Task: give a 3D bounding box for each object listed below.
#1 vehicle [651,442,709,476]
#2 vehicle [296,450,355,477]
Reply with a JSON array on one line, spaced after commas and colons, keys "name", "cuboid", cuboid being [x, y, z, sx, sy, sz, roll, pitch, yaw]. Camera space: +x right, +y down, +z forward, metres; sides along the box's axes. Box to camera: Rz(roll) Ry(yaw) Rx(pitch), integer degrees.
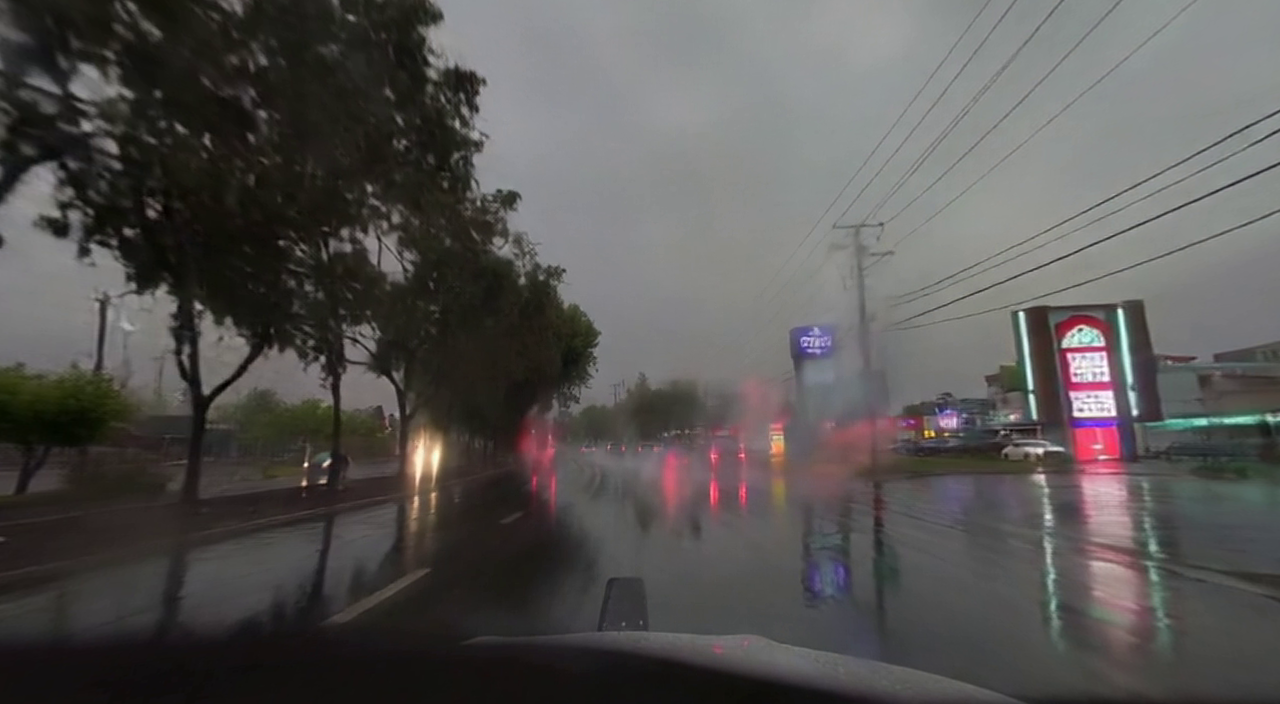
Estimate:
[{"name": "vehicle", "cuboid": [1.787, 4.950, 29.457, 2.130, 1.476, 4.453, 1, -9, -4]}, {"name": "vehicle", "cuboid": [-21.565, 7.640, 43.508, 2.005, 1.713, 4.648, 1, -8, -5]}]
